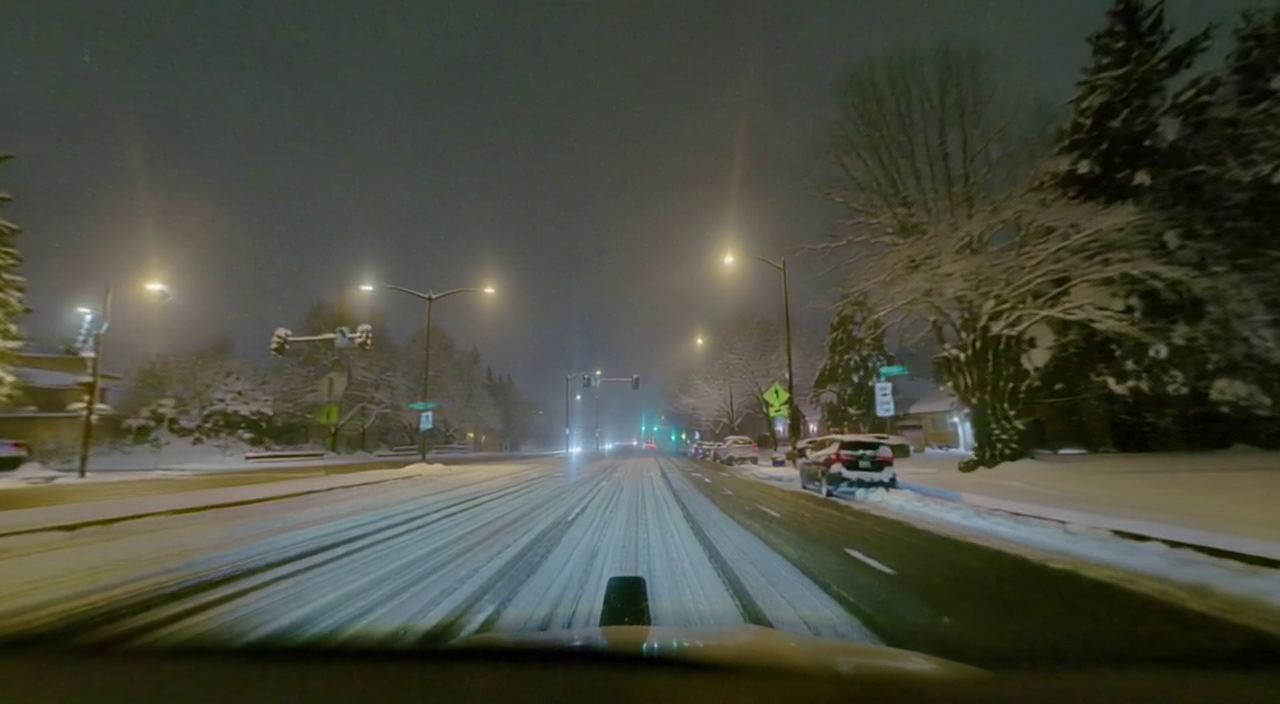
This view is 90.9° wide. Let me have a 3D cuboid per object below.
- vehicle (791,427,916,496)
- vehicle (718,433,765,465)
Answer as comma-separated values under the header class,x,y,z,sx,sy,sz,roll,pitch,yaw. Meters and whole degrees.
class,x,y,z,sx,sy,sz,roll,pitch,yaw
vehicle,6.106,3.192,18.753,2.094,1.766,4.792,0,-8,1
vehicle,6.586,6.382,41.570,2.293,1.942,5.004,0,-8,1
